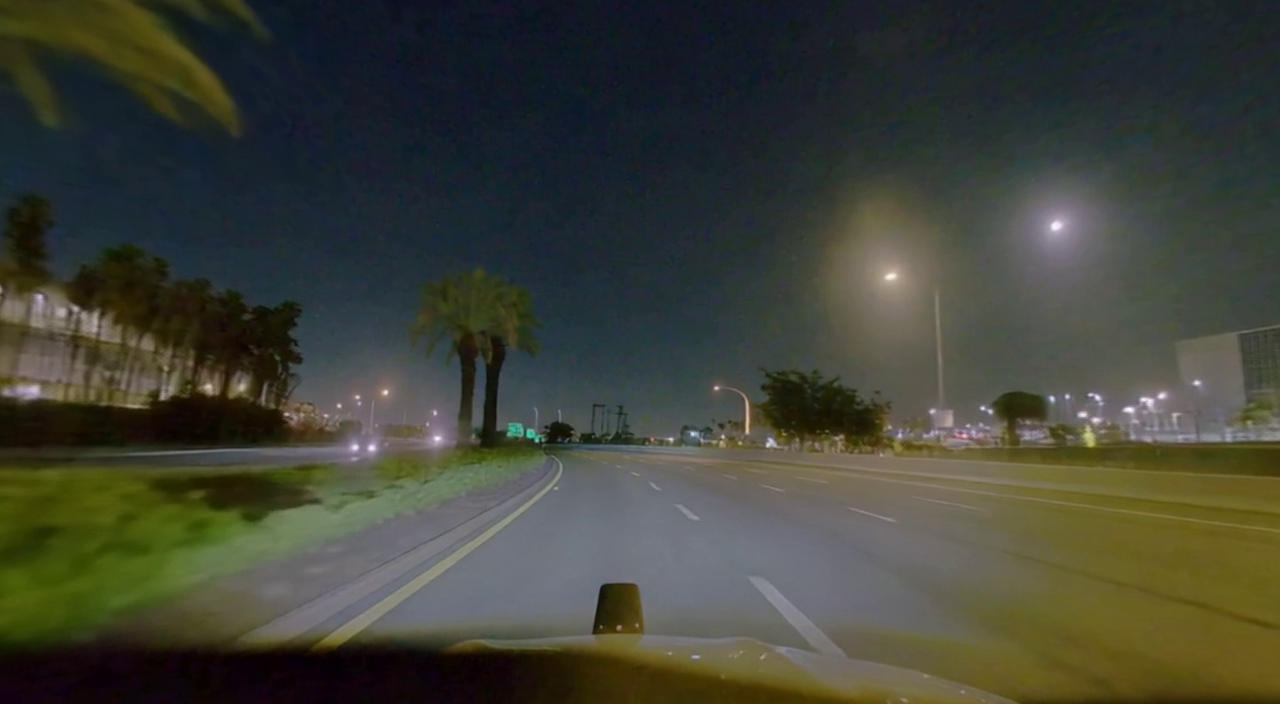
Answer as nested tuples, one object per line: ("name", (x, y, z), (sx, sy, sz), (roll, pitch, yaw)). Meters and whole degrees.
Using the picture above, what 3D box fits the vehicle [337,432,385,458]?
("vehicle", (-19.852, 6.676, 45.196), (2.025, 1.716, 4.552), (1, -9, -10))
